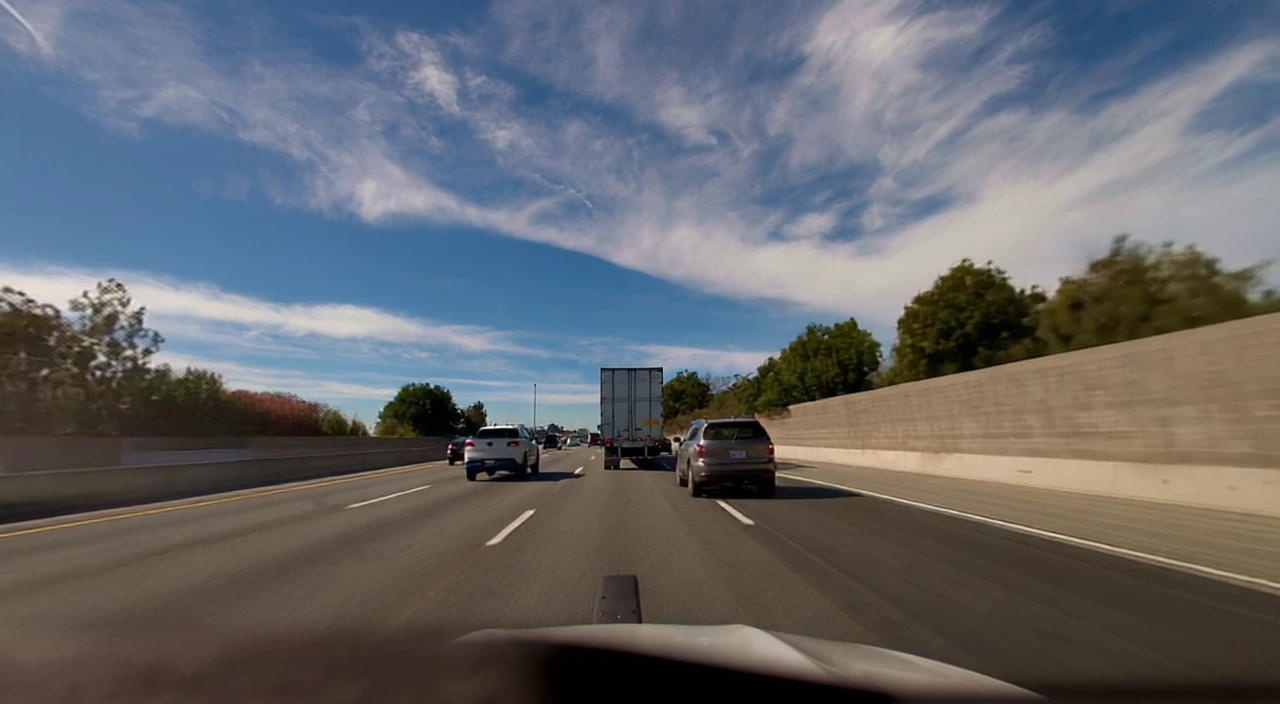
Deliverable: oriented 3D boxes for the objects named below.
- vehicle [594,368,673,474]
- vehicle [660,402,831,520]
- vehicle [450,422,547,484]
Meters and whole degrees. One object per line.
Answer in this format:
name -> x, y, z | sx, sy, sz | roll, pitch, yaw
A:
vehicle -> -0.546, 3.245, 28.660 | 2.904, 3.915, 10.473 | 0, -8, -3
vehicle -> 1.756, 2.055, 12.462 | 2.118, 1.832, 4.901 | 1, -8, -5
vehicle -> -4.382, 3.186, 20.229 | 2.134, 1.752, 4.375 | 0, -8, 0
